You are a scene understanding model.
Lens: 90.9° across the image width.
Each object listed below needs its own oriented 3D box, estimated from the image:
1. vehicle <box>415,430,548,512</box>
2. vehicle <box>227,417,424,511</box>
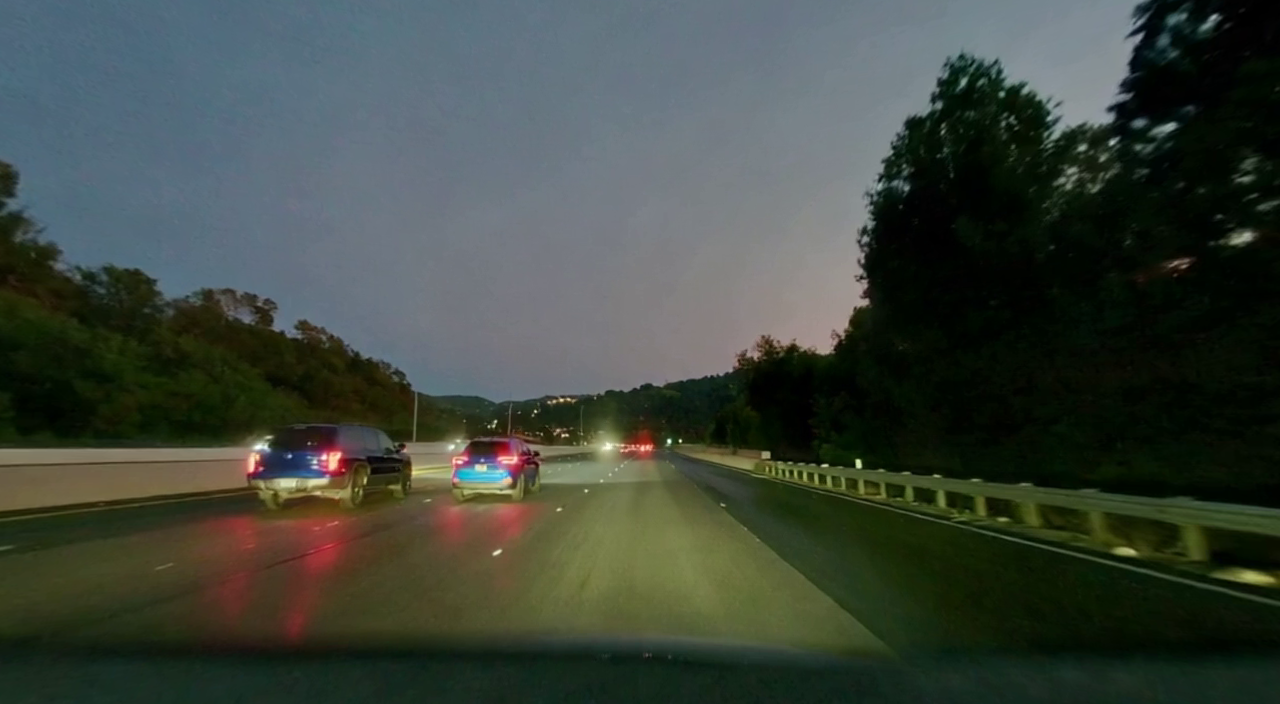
[{"bbox_3d":[-3.571,2.762,15.143,1.983,1.663,4.290,0,-9,1],"label":"vehicle"},{"bbox_3d":[-7.340,2.682,15.519,2.151,1.925,4.945,0,-9,2],"label":"vehicle"}]
